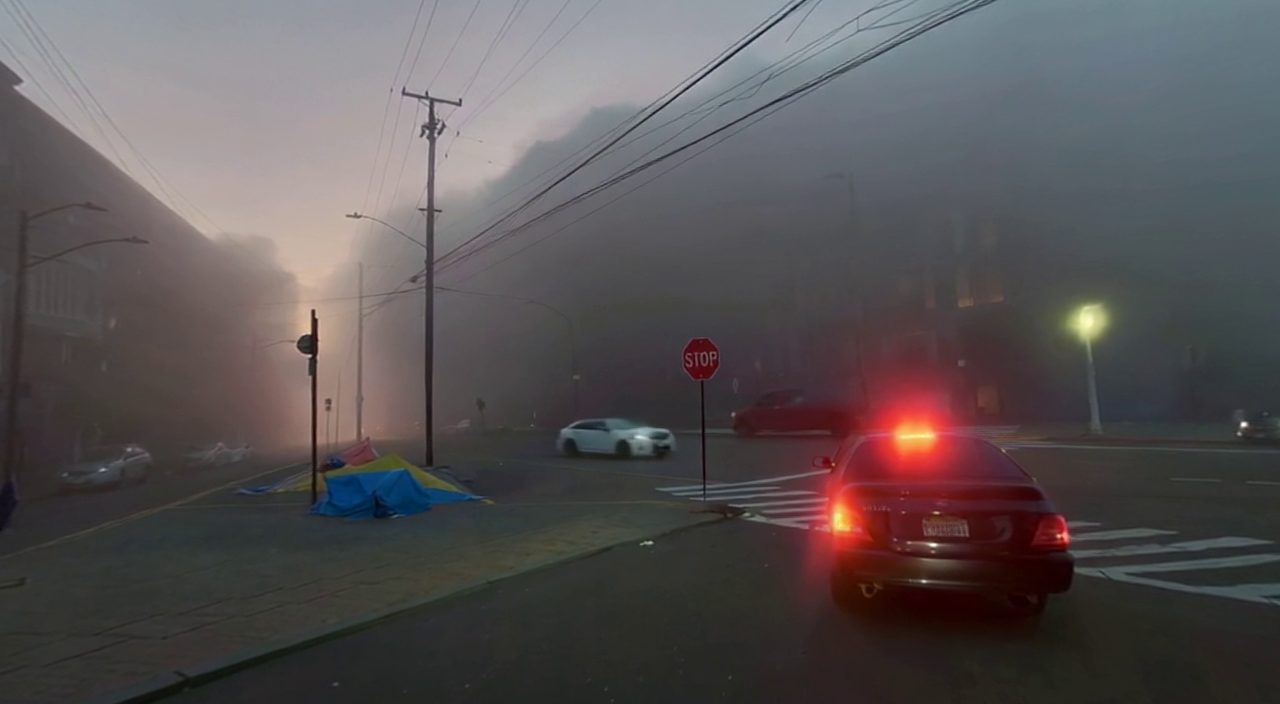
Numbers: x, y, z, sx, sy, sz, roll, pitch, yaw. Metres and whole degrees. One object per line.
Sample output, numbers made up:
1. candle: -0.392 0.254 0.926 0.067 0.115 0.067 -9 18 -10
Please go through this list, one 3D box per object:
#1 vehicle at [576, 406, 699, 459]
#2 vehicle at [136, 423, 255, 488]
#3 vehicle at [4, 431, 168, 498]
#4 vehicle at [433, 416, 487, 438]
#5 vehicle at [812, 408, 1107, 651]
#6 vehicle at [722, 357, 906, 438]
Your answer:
1. vehicle: -0.162 2.970 22.948 4.320 1.724 1.870 -8 -11 42
2. vehicle: -13.392 3.115 19.323 1.987 1.686 3.971 0 -8 -21
3. vehicle: -17.136 3.462 19.955 2.054 1.800 5.212 3 -9 -20
4. vehicle: -13.654 5.697 47.787 2.089 1.506 4.641 7 -11 -41
5. vehicle: 3.438 1.545 6.657 1.945 1.647 4.160 -6 -10 32
6. vehicle: 7.328 2.159 27.455 7.172 3.075 2.584 -7 -10 42
